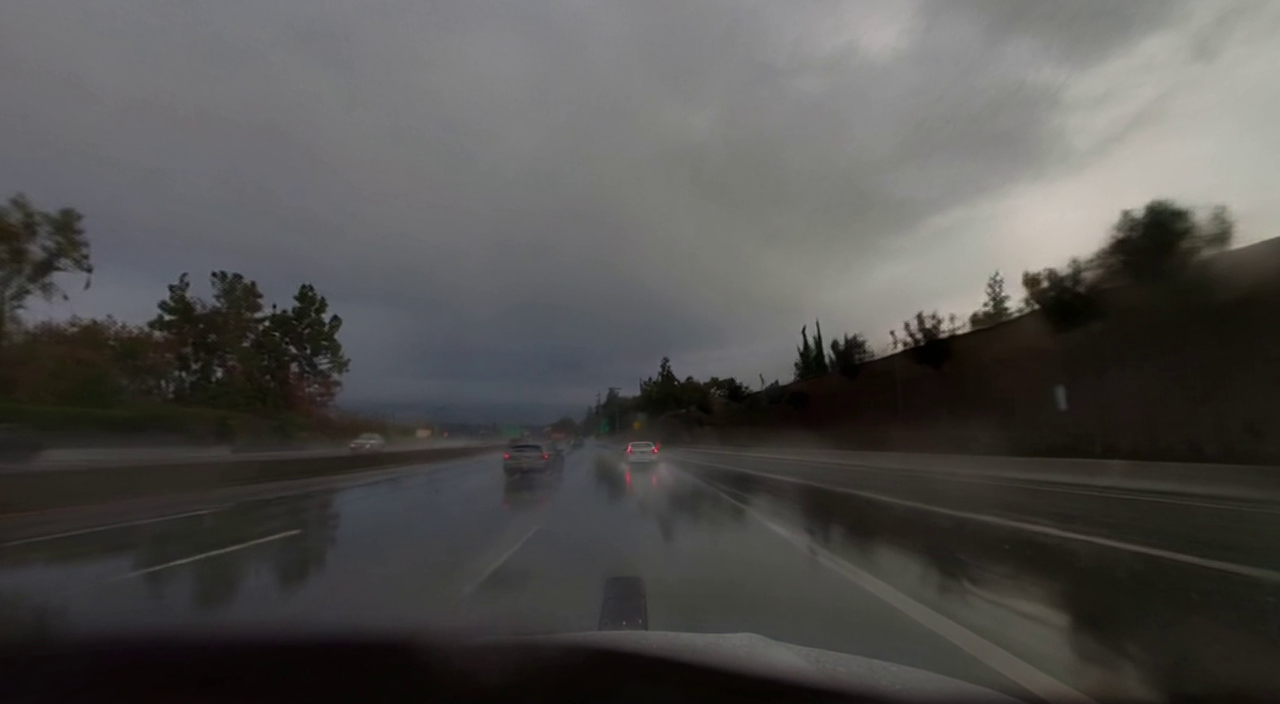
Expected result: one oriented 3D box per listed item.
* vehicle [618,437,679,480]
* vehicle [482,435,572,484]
[{"bbox_3d":[0.228,3.912,23.441,2.051,1.444,3.927,0,-9,-2],"label":"vehicle"},{"bbox_3d":[-3.788,3.729,22.127,2.246,1.519,4.980,0,-9,0],"label":"vehicle"}]
